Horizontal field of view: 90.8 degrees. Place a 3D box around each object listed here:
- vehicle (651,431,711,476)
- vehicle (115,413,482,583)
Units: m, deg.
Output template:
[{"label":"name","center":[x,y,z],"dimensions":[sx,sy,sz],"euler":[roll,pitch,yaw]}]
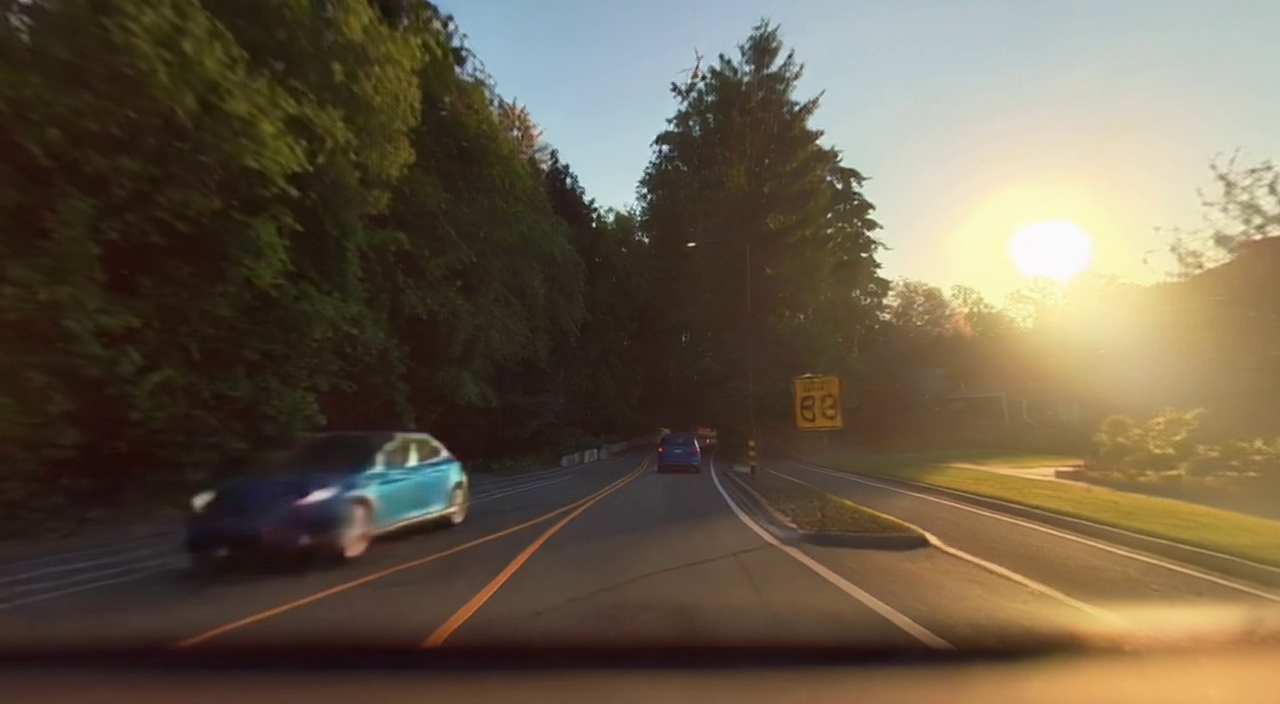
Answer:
[{"label":"vehicle","center":[1.787,4.212,26.311],"dimensions":[2.216,1.708,4.110],"euler":[-1,-9,7]},{"label":"vehicle","center":[-4.063,1.798,8.673],"dimensions":[2.087,1.677,4.467],"euler":[-1,-9,8]}]
